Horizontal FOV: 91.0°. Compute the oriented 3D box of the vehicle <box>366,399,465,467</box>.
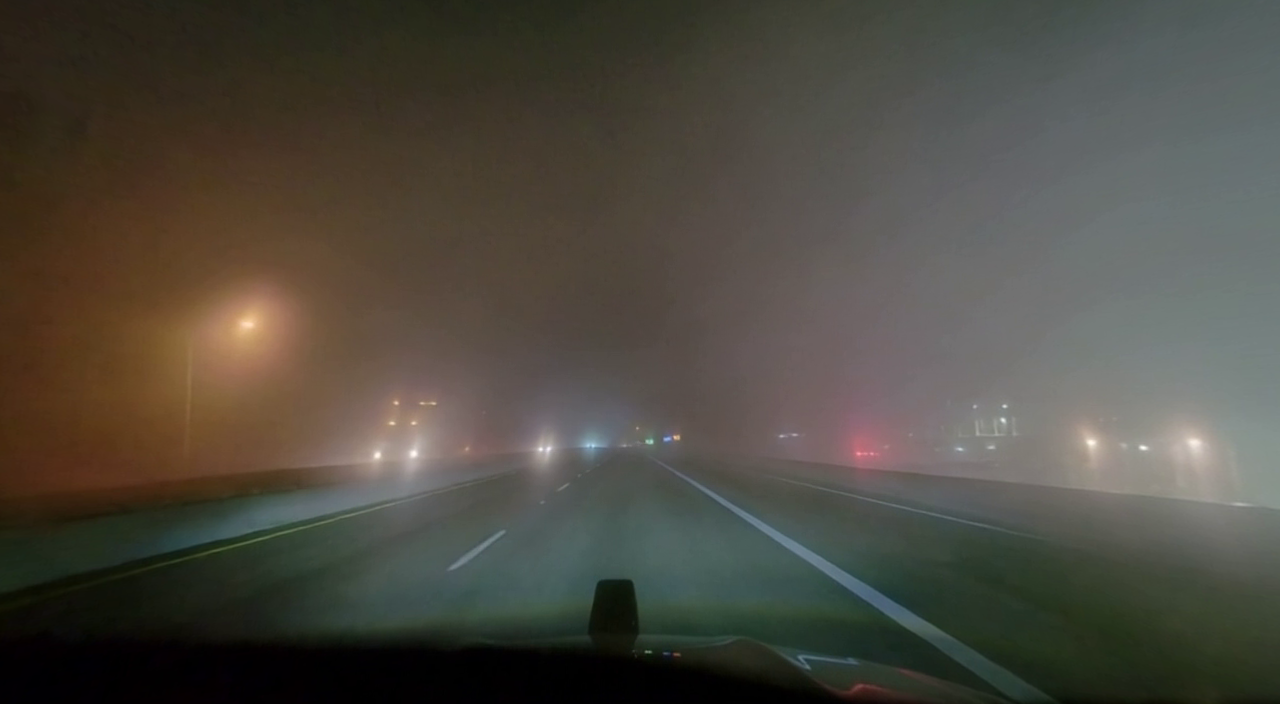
[{"bbox_3d":[-16.967,6.319,48.695,3.837,4.617,10.494,0,-8,-1],"label":"vehicle"}]
